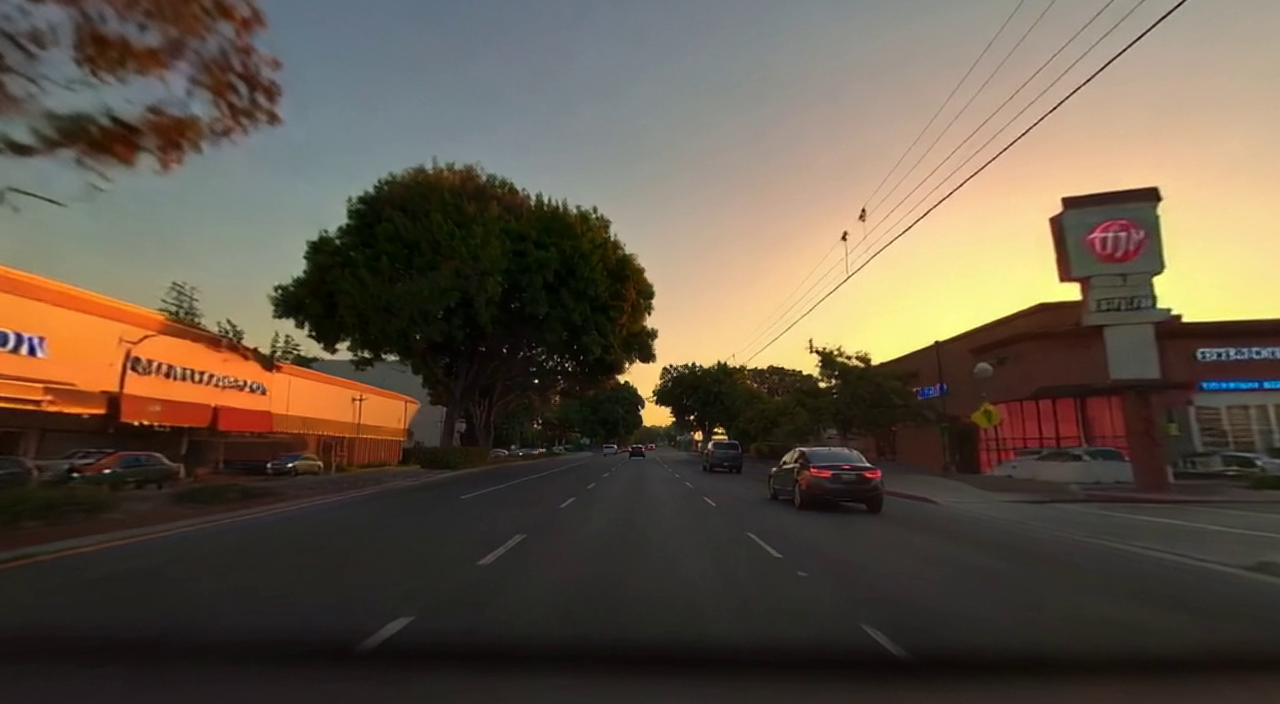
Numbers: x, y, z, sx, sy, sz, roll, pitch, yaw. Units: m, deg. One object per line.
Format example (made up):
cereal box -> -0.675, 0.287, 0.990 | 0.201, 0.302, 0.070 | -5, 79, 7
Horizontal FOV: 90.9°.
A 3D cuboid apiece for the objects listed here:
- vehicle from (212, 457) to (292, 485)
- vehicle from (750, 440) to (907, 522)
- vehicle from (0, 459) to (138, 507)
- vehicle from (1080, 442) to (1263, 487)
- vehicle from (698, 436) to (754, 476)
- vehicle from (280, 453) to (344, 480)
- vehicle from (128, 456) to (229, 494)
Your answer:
vehicle -> -22.794, 6.993, 37.236 | 1.804, 1.460, 4.515 | 0, -8, 1
vehicle -> 3.788, 2.646, 13.572 | 1.916, 1.459, 4.335 | 0, -8, -2
vehicle -> -22.698, 5.104, 24.894 | 1.833, 1.534, 4.821 | -3, -8, -1
vehicle -> 18.316, 3.880, 21.874 | 4.502, 1.459, 2.082 | 0, -9, -2
vehicle -> 4.335, 5.331, 32.495 | 2.140, 1.921, 4.431 | 0, -8, -2
vehicle -> -22.865, 8.033, 44.198 | 1.946, 1.726, 4.746 | -2, -10, 0
vehicle -> -22.842, 6.075, 31.438 | 1.822, 1.551, 4.295 | -3, -8, 0
